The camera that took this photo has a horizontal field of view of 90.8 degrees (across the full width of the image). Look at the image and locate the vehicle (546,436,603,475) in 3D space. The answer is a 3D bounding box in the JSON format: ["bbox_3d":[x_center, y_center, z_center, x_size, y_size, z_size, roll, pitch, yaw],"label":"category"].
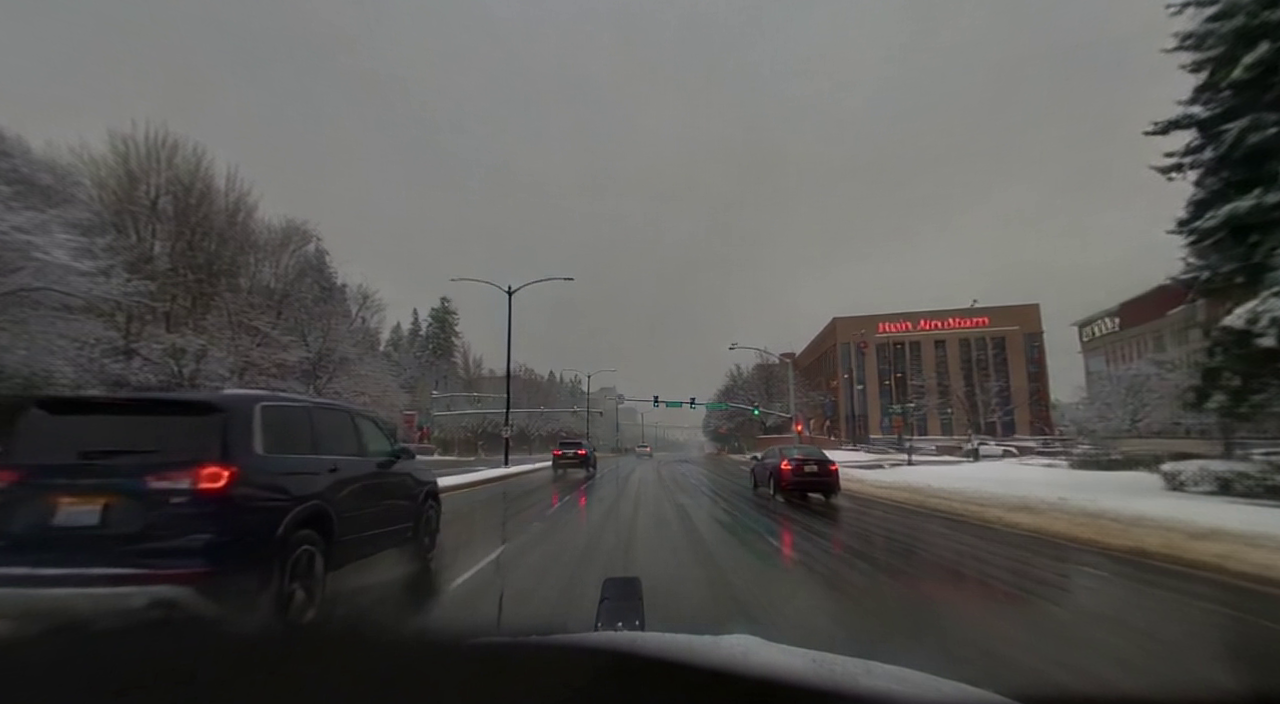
[{"bbox_3d":[-3.294,5.340,32.758,2.305,1.833,4.912,0,-8,1],"label":"vehicle"}]

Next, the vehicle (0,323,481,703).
[{"bbox_3d":[-3.305,1.187,5.501,2.450,1.866,5.416,0,-8,0],"label":"vehicle"}]

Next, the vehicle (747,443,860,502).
[{"bbox_3d":[4.519,3.375,18.249,1.960,1.471,4.378,0,-8,-2],"label":"vehicle"}]
